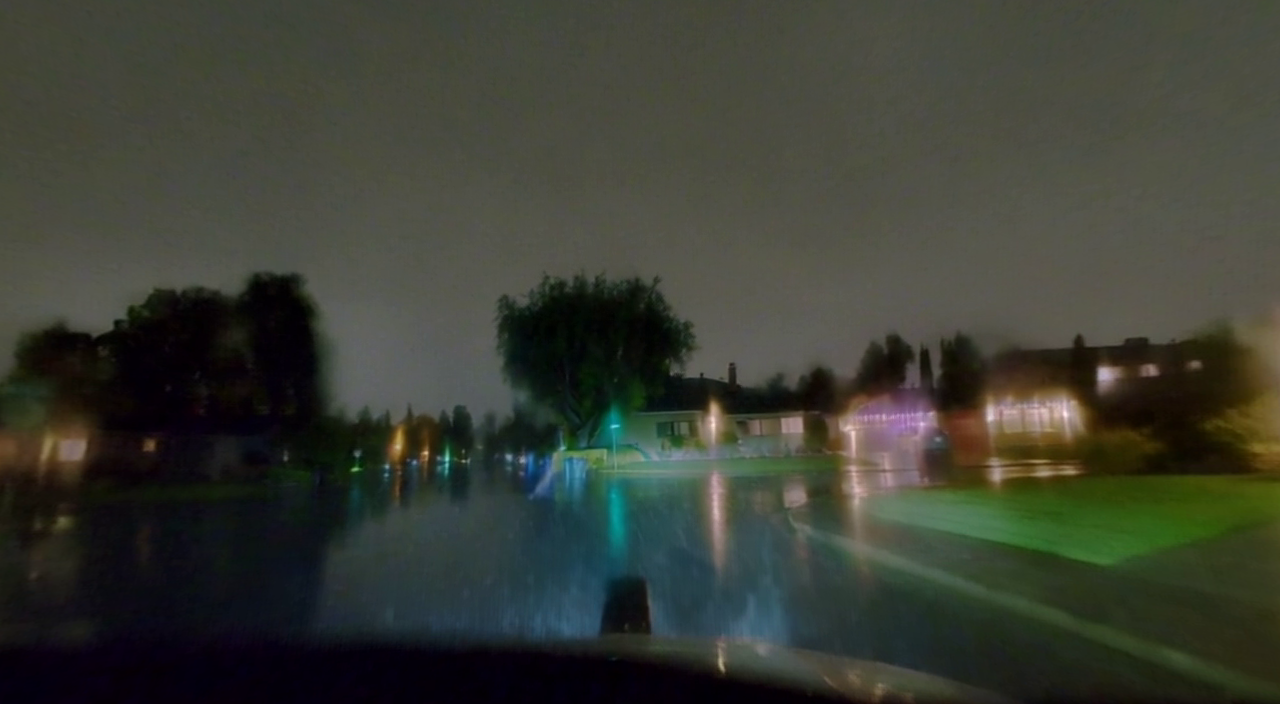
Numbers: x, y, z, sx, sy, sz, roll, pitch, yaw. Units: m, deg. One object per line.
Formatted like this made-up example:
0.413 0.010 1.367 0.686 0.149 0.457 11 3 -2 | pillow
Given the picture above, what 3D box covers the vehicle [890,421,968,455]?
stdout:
16.692 5.049 36.756 1.992 1.813 5.079 0 -8 -2 | vehicle
